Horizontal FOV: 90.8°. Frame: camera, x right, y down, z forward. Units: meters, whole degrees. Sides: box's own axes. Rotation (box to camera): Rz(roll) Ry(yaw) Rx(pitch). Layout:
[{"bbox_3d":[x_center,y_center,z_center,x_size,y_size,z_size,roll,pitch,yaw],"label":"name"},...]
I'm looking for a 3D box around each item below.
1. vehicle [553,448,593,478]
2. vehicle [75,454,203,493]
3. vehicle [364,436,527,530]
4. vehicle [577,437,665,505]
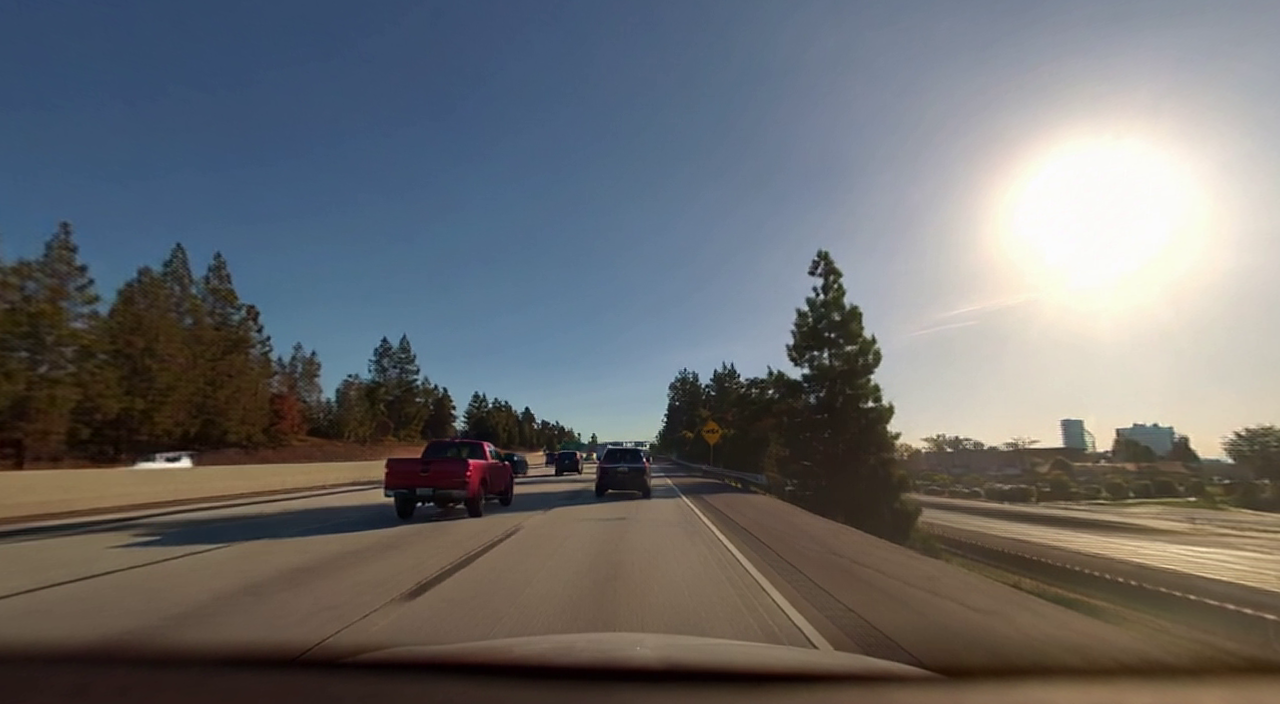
[{"bbox_3d":[-4.225,7.055,40.428,1.991,1.776,4.333,0,-8,2],"label":"vehicle"},{"bbox_3d":[-21.323,5.137,27.144,1.851,1.473,4.376,0,-9,1],"label":"vehicle"},{"bbox_3d":[-4.048,2.798,14.276,2.038,1.704,5.181,0,-8,0],"label":"vehicle"},{"bbox_3d":[-0.470,3.429,18.680,2.293,1.753,4.380,0,-8,1],"label":"vehicle"}]
